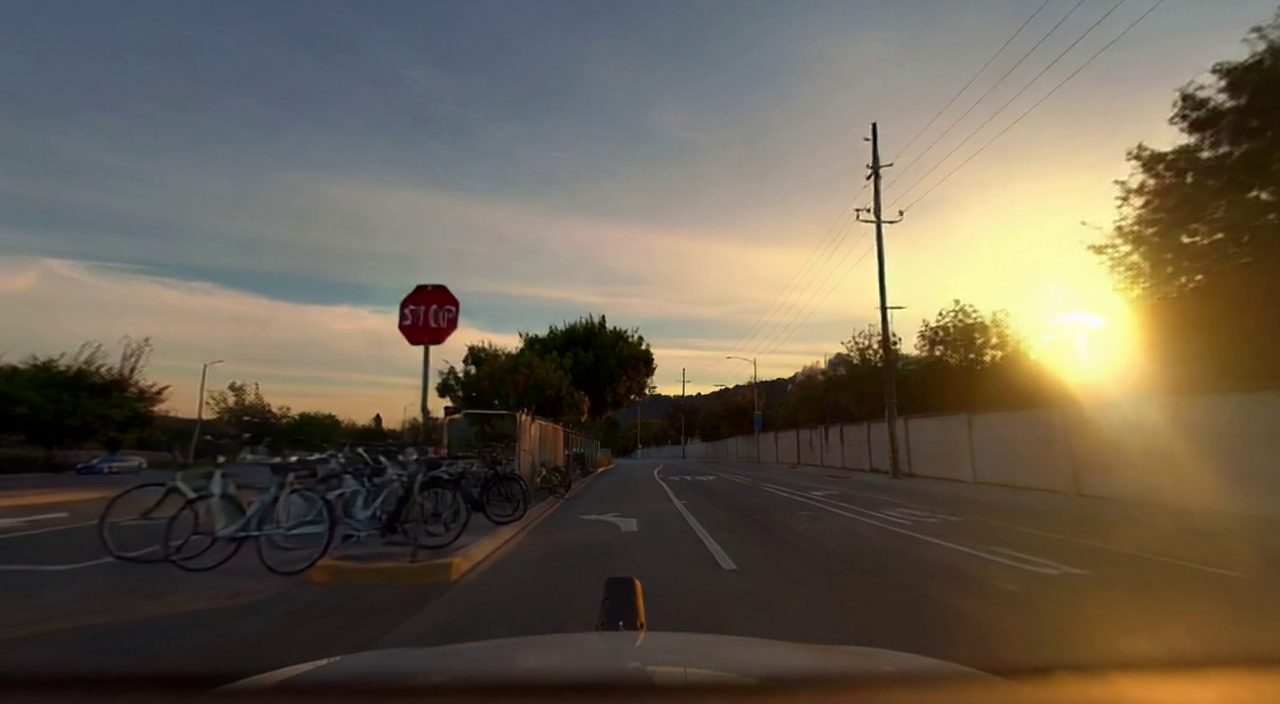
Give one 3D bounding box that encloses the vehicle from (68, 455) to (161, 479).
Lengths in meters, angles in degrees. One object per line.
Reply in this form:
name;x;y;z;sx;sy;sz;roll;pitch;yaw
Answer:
vehicle;-33.868;7.406;40.800;4.327;1.402;1.757;0;-9;-4
